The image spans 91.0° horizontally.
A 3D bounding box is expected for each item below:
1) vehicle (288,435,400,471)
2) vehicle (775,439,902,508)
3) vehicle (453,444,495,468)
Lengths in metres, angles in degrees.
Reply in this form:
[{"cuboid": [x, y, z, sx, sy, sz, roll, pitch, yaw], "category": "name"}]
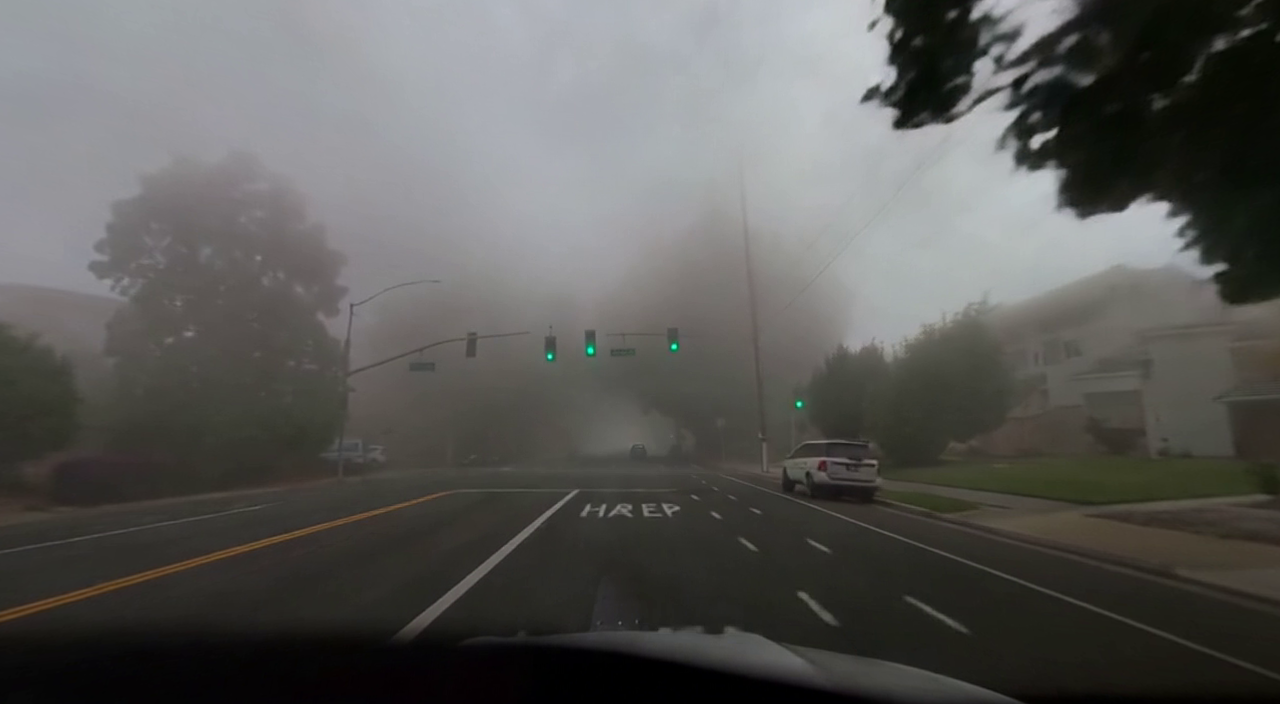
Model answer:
[{"cuboid": [-17.837, 6.157, 38.145, 5.656, 1.999, 2.307, -1, -10, 3], "category": "vehicle"}, {"cuboid": [5.210, 3.225, 17.223, 1.979, 1.637, 4.321, 0, -9, -1], "category": "vehicle"}, {"cuboid": [-12.095, 7.629, 46.112, 1.932, 1.673, 4.314, -1, -10, -1], "category": "vehicle"}]
